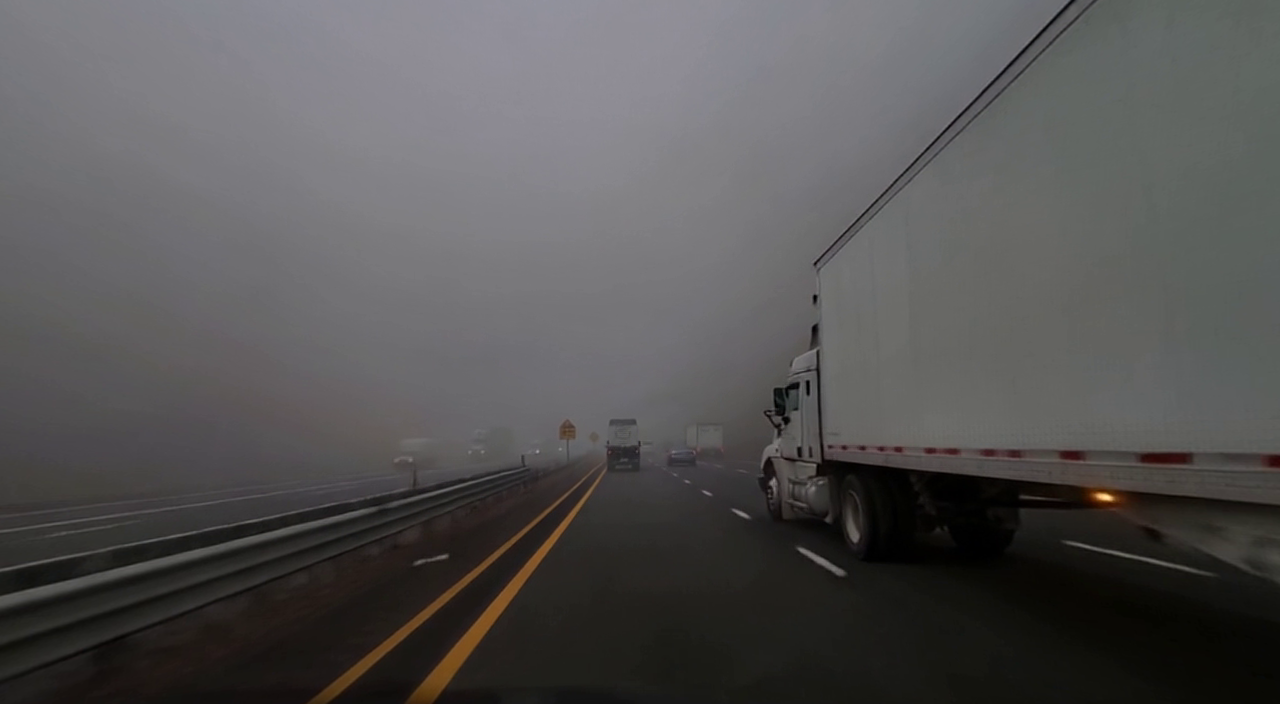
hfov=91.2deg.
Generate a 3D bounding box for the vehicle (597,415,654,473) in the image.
[{"bbox_3d":[-0.624,4.855,33.070,2.506,2.743,6.093,-1,-9,3],"label":"vehicle"}]

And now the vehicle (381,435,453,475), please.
[{"bbox_3d":[-14.019,6.499,39.802,2.425,2.339,5.273,-1,-9,2],"label":"vehicle"}]

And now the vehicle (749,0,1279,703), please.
[{"bbox_3d":[3.846,0.489,7.588,2.972,4.007,10.643,0,-9,-1],"label":"vehicle"}]

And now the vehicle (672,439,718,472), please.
[{"bbox_3d":[2.872,5.502,33.422,2.127,1.642,3.899,0,-9,1],"label":"vehicle"}]
